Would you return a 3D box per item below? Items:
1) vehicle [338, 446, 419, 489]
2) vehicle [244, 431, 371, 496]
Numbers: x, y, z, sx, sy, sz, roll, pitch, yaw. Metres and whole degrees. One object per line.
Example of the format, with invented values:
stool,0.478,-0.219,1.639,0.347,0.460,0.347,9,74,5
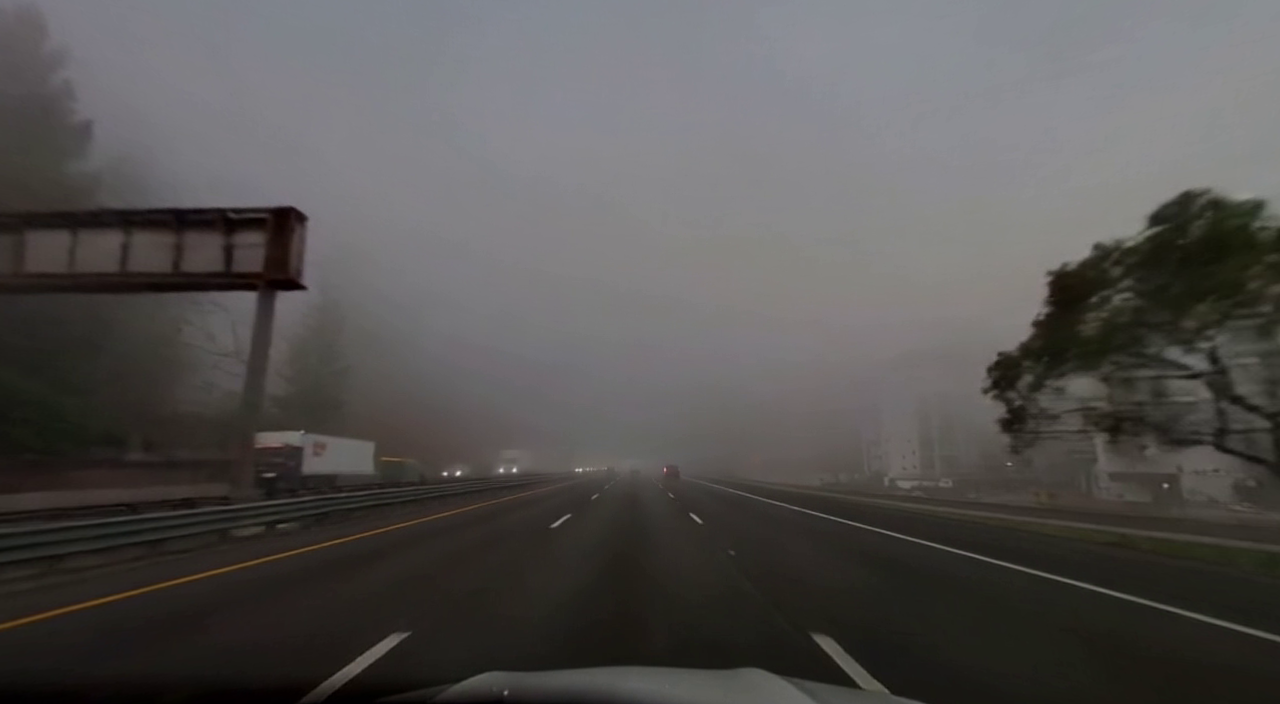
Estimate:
vehicle,-20.182,9.018,49.193,2.847,3.022,7.806,1,-10,0
vehicle,-20.102,6.924,38.906,2.878,3.472,8.849,1,-10,0
